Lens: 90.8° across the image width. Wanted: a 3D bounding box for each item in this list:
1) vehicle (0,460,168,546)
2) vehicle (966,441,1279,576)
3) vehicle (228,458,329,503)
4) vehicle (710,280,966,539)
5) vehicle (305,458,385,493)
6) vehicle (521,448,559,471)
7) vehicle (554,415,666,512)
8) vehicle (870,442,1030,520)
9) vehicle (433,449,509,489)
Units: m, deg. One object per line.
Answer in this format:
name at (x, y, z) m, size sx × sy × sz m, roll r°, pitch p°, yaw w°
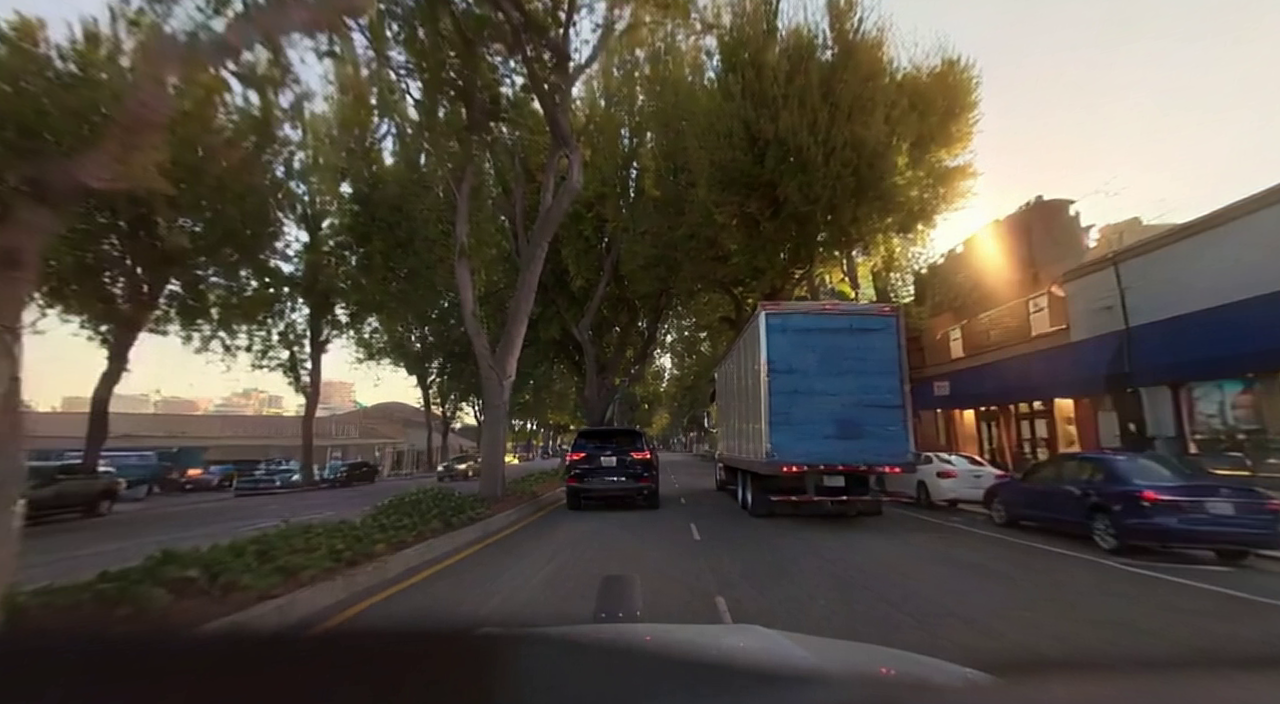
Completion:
vehicle at (-12.310, 2.963, 12.744) m, size 1.966 × 1.442 × 4.466 m, roll -1°, pitch -9°, yaw 3°
vehicle at (6.855, 2.111, 9.379) m, size 1.929 × 1.522 × 4.158 m, roll -1°, pitch -9°, yaw 3°
vehicle at (-15.705, 5.552, 27.731) m, size 1.841 × 1.567 × 4.413 m, roll -5°, pitch -9°, yaw 1°
vehicle at (3.879, 1.864, 16.734) m, size 3.007 × 4.206 × 12.913 m, roll 0°, pitch -9°, yaw 2°
vehicle at (-15.528, 6.489, 33.531) m, size 1.874 × 1.506 × 4.781 m, roll -5°, pitch -9°, yaw 1°
vehicle at (-7.327, 7.934, 46.864) m, size 1.937 × 1.641 × 4.575 m, roll -1°, pitch -9°, yaw 2°
vehicle at (-0.541, 2.740, 15.886) m, size 2.293 × 2.036 × 4.853 m, roll -1°, pitch -9°, yaw 3°
vehicle at (7.173, 2.978, 15.190) m, size 1.739 × 1.582 × 4.282 m, roll 0°, pitch -9°, yaw 1°
vehicle at (-7.122, 4.962, 27.130) m, size 2.056 × 1.534 × 4.645 m, roll 0°, pitch -9°, yaw -1°
